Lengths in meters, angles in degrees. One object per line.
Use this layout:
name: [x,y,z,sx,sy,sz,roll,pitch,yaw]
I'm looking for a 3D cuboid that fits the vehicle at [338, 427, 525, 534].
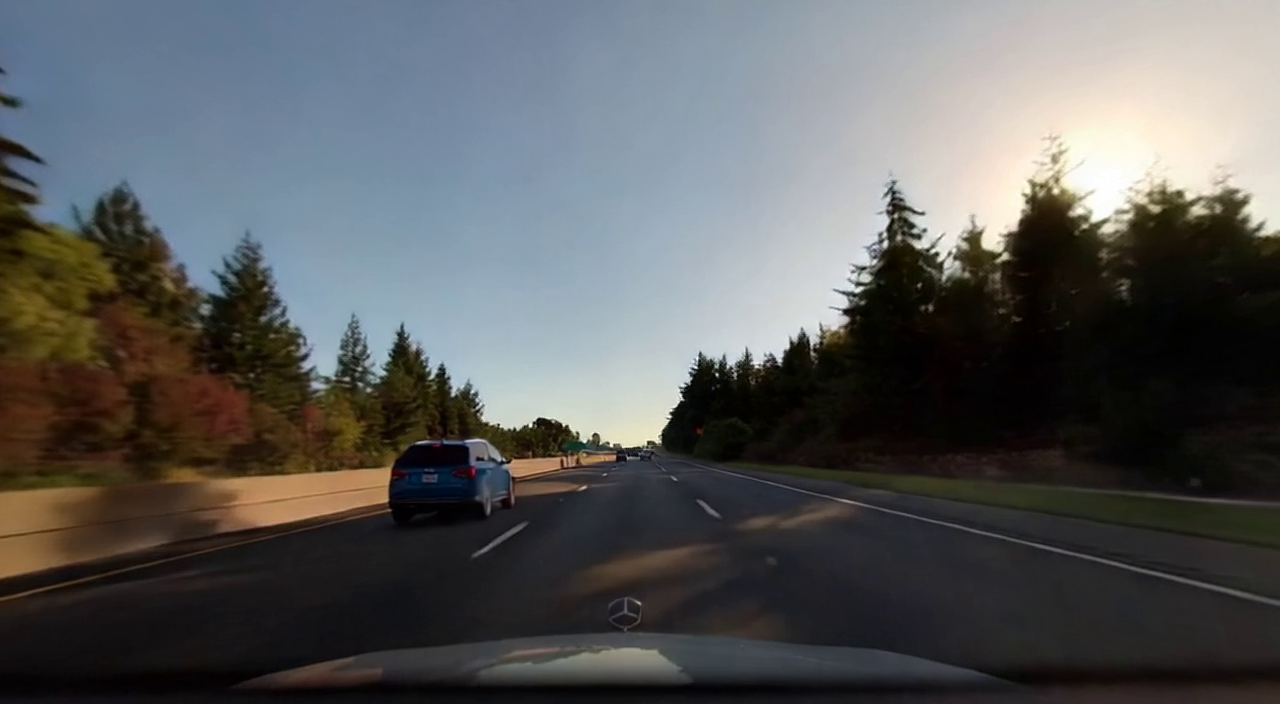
vehicle: [-3.824,2.445,12.630,2.110,1.727,4.607,0,-9,1]
